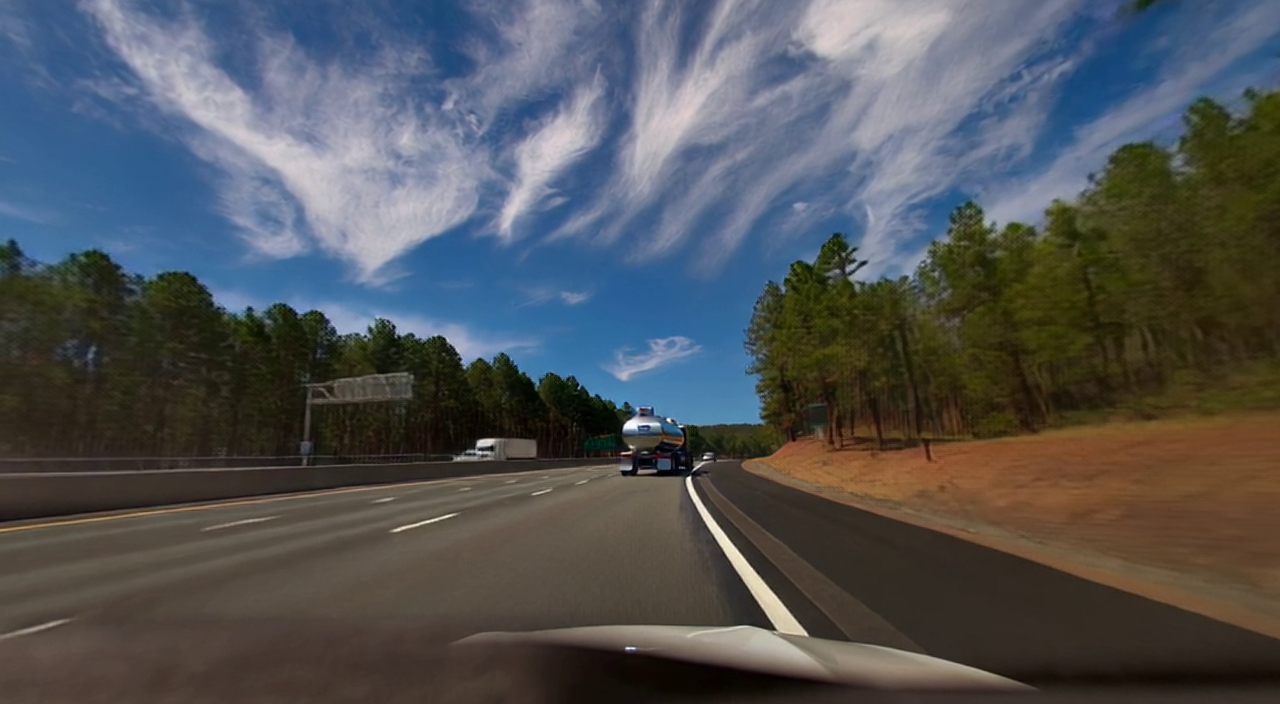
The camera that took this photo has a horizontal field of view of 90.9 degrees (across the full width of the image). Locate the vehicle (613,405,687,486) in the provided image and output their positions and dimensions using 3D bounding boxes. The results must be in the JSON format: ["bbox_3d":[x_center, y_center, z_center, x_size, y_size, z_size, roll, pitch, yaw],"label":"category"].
[{"bbox_3d":[0.917,5.293,35.941,2.907,3.747,13.318,-1,-8,6],"label":"vehicle"}]

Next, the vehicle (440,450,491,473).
[{"bbox_3d":[-12.522,7.886,45.540,1.877,1.487,4.396,-2,-8,8],"label":"vehicle"}]
